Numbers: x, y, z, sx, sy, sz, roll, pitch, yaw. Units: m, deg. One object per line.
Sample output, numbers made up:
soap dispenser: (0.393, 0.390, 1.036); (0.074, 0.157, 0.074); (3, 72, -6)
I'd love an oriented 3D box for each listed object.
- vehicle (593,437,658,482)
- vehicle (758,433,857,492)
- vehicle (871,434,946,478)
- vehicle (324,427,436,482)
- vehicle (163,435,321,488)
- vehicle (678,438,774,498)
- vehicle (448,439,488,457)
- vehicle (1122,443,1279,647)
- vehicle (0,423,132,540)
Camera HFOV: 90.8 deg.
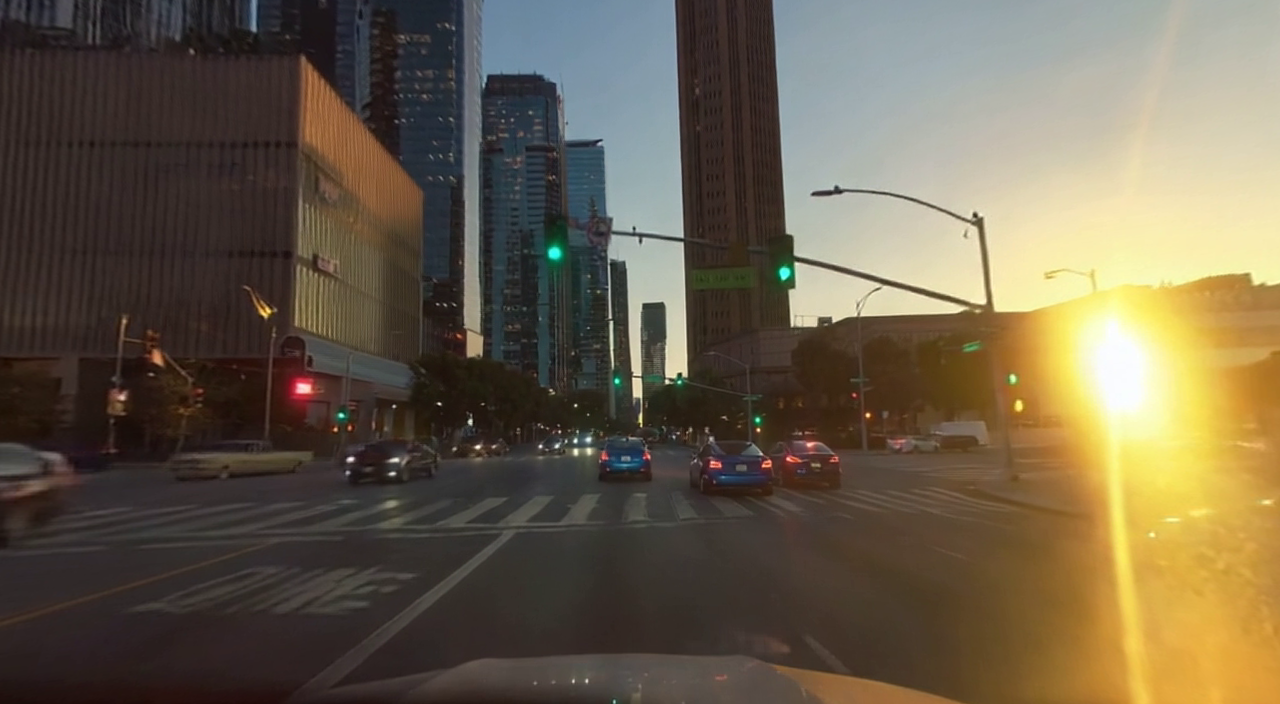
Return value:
vehicle: (-0.511, 3.794, 22.570); (2.096, 1.457, 4.160); (0, -8, -1)
vehicle: (5.488, 3.673, 21.410); (2.015, 1.745, 4.444); (0, -8, -2)
vehicle: (12.089, 4.599, 28.251); (2.008, 1.794, 4.640); (-6, -10, 35)
vehicle: (-9.480, 3.798, 23.593); (2.142, 1.817, 4.823); (0, -8, 0)
vehicle: (-12.774, 3.523, 20.785); (1.983, 1.513, 5.030); (0, -8, -1)
vehicle: (2.271, 3.219, 18.024); (1.987, 1.484, 4.427); (0, -8, -2)
vehicle: (-13.193, 7.372, 48.715); (1.939, 1.326, 4.340); (0, -8, 0)
vehicle: (5.674, 1.283, 3.737); (1.914, 1.484, 4.639); (0, -8, -1)
vehicle: (-10.020, 1.865, 9.156); (1.879, 1.637, 4.100); (0, -8, 0)
